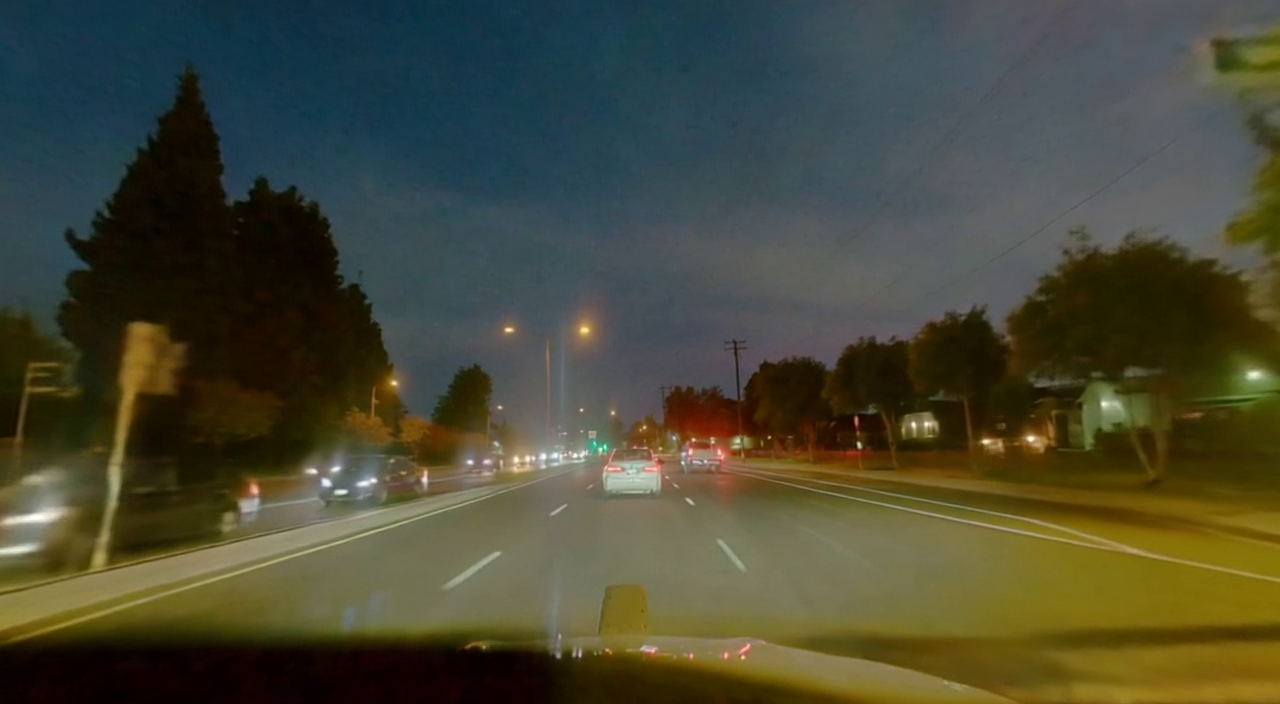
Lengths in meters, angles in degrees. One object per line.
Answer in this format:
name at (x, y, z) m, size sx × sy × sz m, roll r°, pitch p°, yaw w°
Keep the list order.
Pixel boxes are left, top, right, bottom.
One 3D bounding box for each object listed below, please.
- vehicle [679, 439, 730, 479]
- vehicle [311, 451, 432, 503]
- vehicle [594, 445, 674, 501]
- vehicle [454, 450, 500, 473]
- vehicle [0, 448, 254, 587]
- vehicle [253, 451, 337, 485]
vehicle at (3.149, 5.310, 31.624) m, size 2.073 × 1.822 × 4.276 m, roll 0°, pitch -8°, yaw -1°
vehicle at (-8.721, 4.068, 20.969) m, size 2.035 × 1.463 × 4.527 m, roll 0°, pitch -8°, yaw 0°
vehicle at (-0.169, 3.555, 18.948) m, size 2.140 × 1.474 × 4.026 m, roll 0°, pitch -8°, yaw 0°
vehicle at (-11.471, 7.716, 44.691) m, size 1.917 × 1.488 × 4.611 m, roll 0°, pitch -8°, yaw 1°
vehicle at (-8.269, 2.224, 9.184) m, size 2.121 × 1.513 × 4.832 m, roll -2°, pitch -8°, yaw 2°
vehicle at (-18.652, 6.279, 34.342) m, size 1.906 × 1.655 × 4.691 m, roll 0°, pitch -8°, yaw 1°
